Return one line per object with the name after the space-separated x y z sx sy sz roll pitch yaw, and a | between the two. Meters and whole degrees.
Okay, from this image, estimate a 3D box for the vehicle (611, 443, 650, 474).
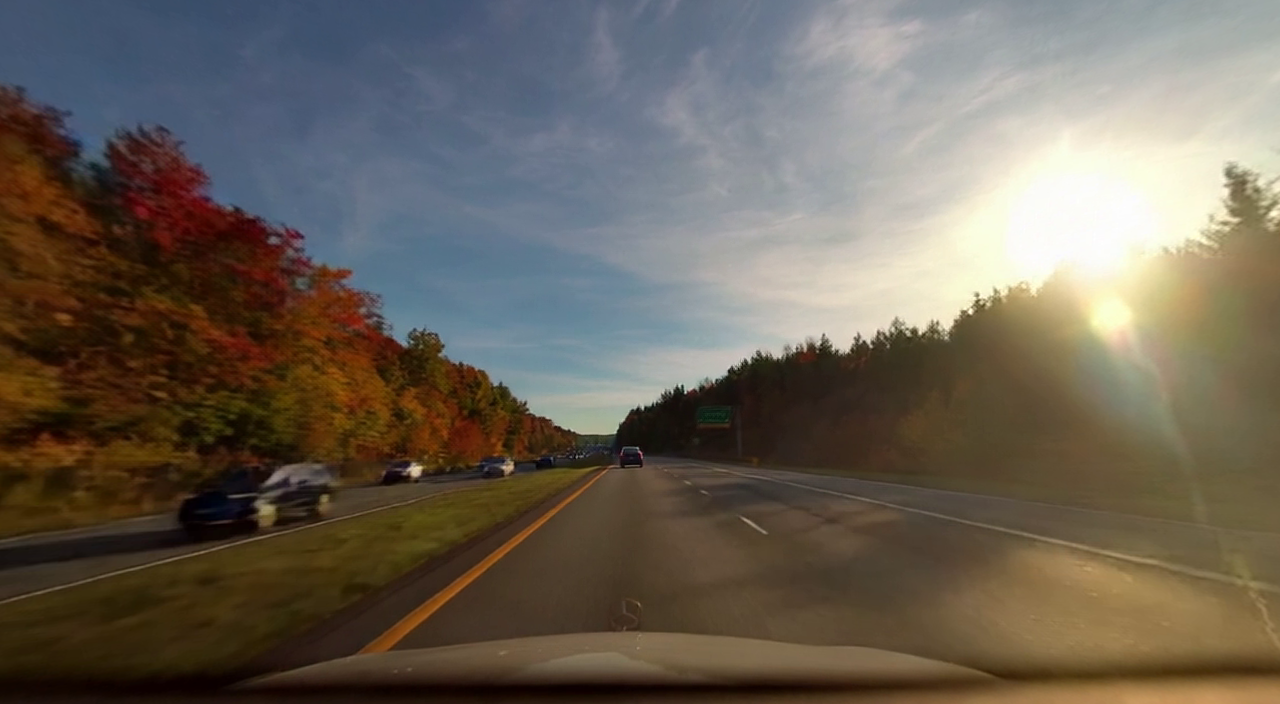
-0.556 6.264 36.974 2.168 1.705 4.272 -1 -9 -1 | vehicle

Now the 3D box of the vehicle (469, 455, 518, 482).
-9.120 7.312 39.463 1.933 1.527 4.642 -1 -9 0 | vehicle

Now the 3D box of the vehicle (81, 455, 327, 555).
-8.717 3.040 13.168 1.991 1.650 4.391 -1 -9 0 | vehicle
